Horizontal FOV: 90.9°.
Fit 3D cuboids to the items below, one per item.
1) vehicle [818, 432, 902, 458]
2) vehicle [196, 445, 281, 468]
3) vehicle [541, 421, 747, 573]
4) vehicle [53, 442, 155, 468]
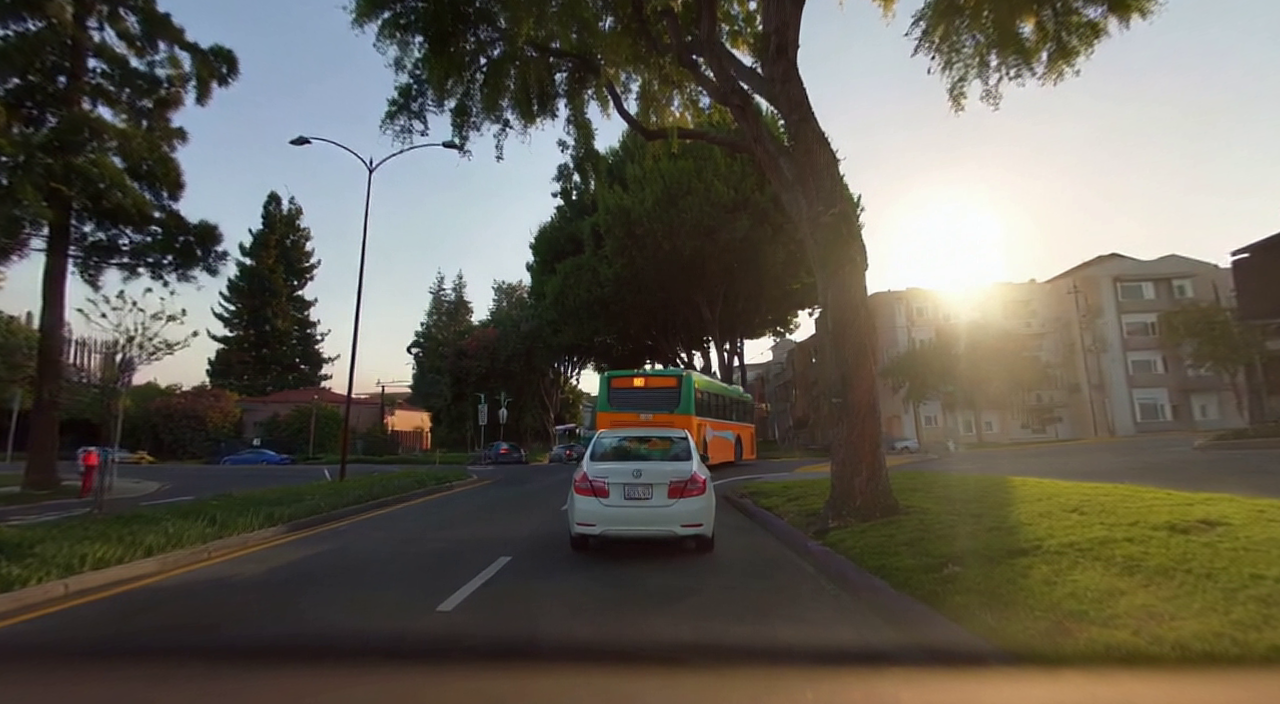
[{"bbox_3d":[12.921,5.475,37.117,4.338,1.464,1.782,-5,-10,29],"label":"vehicle"},{"bbox_3d":[-25.996,6.791,41.005,4.403,1.422,1.697,4,-9,-25],"label":"vehicle"},{"bbox_3d":[0.078,1.714,8.213,2.020,1.478,3.922,0,-8,1],"label":"vehicle"},{"bbox_3d":[-32.071,6.172,37.885,4.473,1.442,1.743,7,-11,-39],"label":"vehicle"}]
